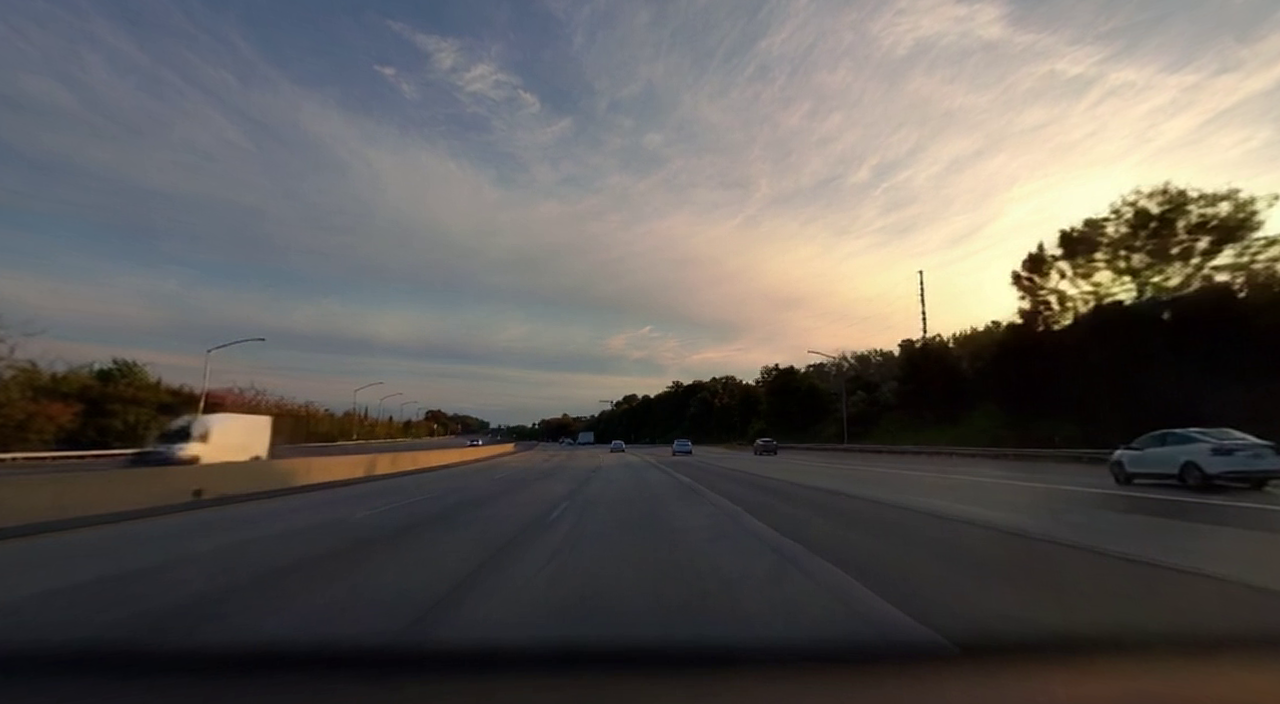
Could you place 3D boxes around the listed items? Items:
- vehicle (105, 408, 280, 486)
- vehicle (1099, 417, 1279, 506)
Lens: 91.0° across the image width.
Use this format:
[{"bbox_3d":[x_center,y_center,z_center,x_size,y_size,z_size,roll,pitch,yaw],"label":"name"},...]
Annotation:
[{"bbox_3d":[-16.847,3.670,24.311,2.353,2.600,5.917,0,-9,-1],"label":"vehicle"},{"bbox_3d":[14.205,2.603,15.202,2.107,1.803,5.385,0,-9,-1],"label":"vehicle"}]
